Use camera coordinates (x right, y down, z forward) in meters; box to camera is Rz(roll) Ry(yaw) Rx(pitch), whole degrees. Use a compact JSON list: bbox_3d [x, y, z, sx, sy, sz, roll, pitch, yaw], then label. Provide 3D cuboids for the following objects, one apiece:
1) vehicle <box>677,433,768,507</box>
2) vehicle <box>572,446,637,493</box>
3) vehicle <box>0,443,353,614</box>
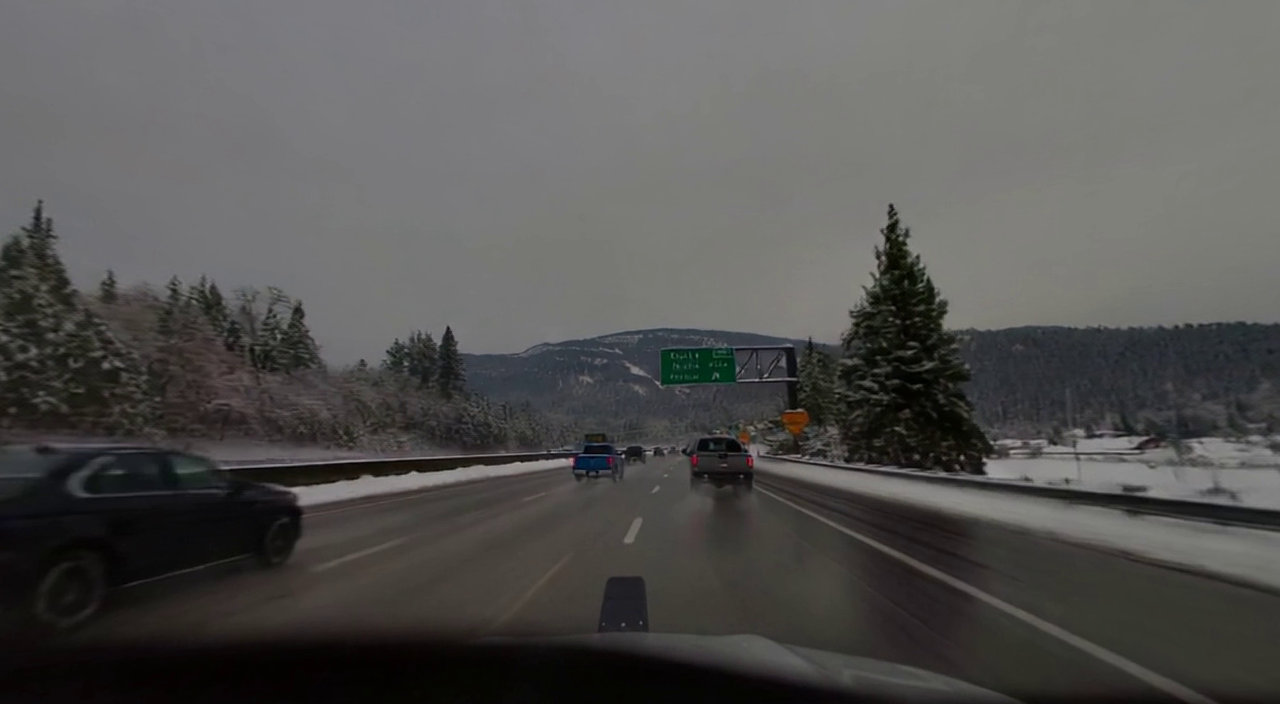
[{"bbox_3d":[2.236,3.384,18.680,2.229,1.837,5.387,-1,-9,3],"label":"vehicle"},{"bbox_3d":[-1.240,4.350,23.772,1.959,1.604,4.065,-1,-9,3],"label":"vehicle"},{"bbox_3d":[-6.001,1.967,8.169,2.109,1.530,4.646,-1,-9,4],"label":"vehicle"}]
